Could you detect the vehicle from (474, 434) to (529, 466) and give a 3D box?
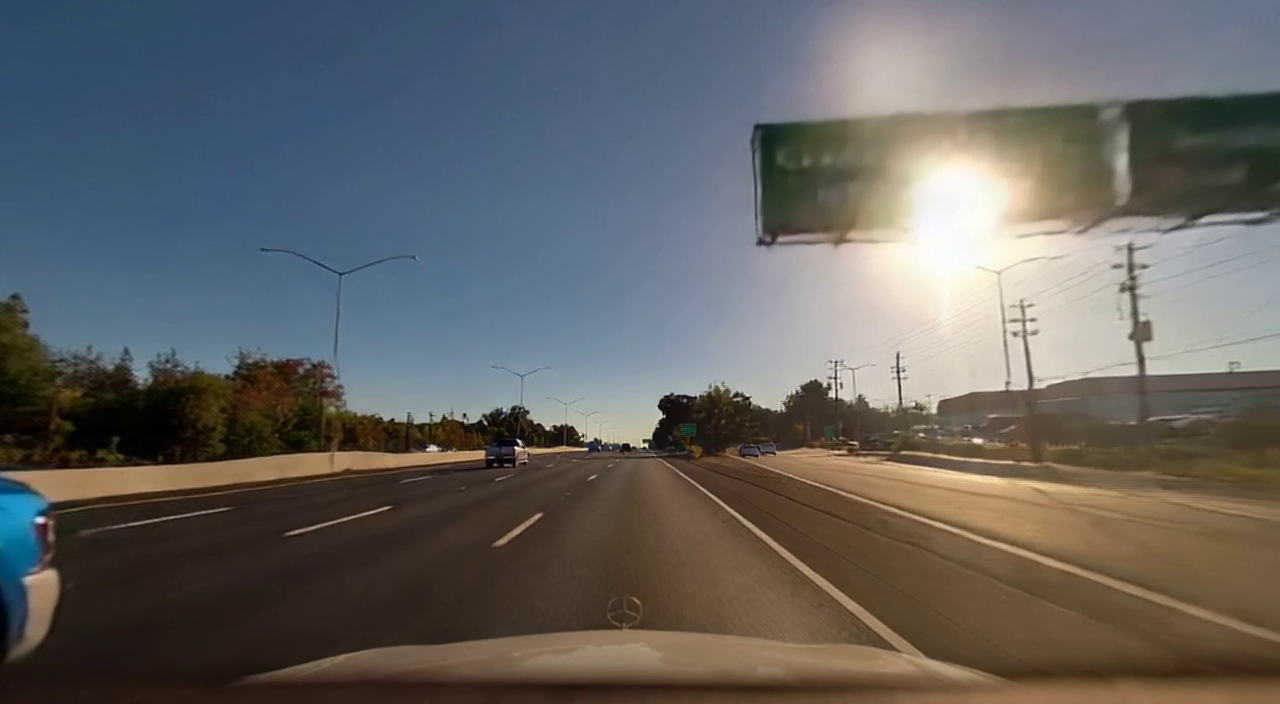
[{"bbox_3d":[-10.246,7.309,47.119,2.667,2.213,6.081,0,-8,0],"label":"vehicle"}]
